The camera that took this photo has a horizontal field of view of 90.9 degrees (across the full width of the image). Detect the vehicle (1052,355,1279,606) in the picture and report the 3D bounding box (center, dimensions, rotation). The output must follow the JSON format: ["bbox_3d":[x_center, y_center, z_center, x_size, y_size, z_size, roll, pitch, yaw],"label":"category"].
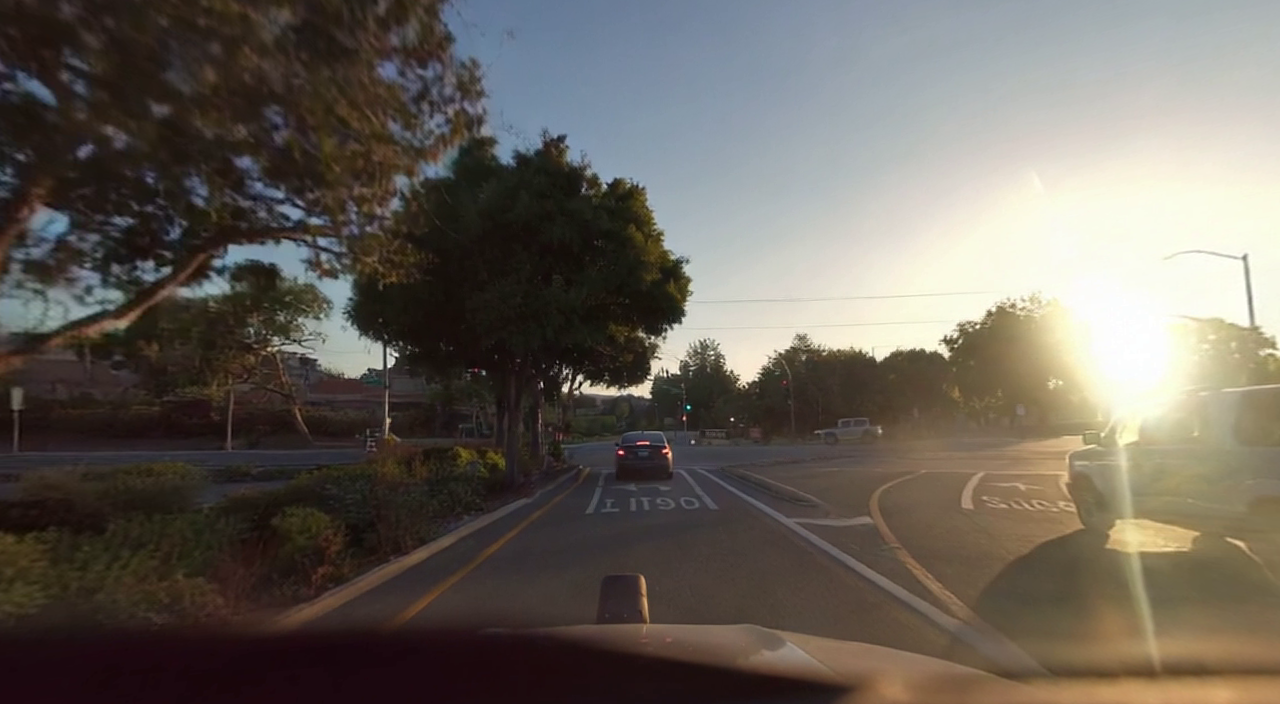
[{"bbox_3d":[6.185,1.163,6.015,2.084,1.870,5.068,-2,-9,13],"label":"vehicle"}]

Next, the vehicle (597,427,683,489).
[{"bbox_3d":[-0.001,2.880,17.447,2.056,1.473,4.380,0,-8,0],"label":"vehicle"}]

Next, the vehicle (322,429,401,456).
[{"bbox_3d":[-17.757,5.785,40.369,4.200,1.639,1.844,-1,-8,1],"label":"vehicle"}]
